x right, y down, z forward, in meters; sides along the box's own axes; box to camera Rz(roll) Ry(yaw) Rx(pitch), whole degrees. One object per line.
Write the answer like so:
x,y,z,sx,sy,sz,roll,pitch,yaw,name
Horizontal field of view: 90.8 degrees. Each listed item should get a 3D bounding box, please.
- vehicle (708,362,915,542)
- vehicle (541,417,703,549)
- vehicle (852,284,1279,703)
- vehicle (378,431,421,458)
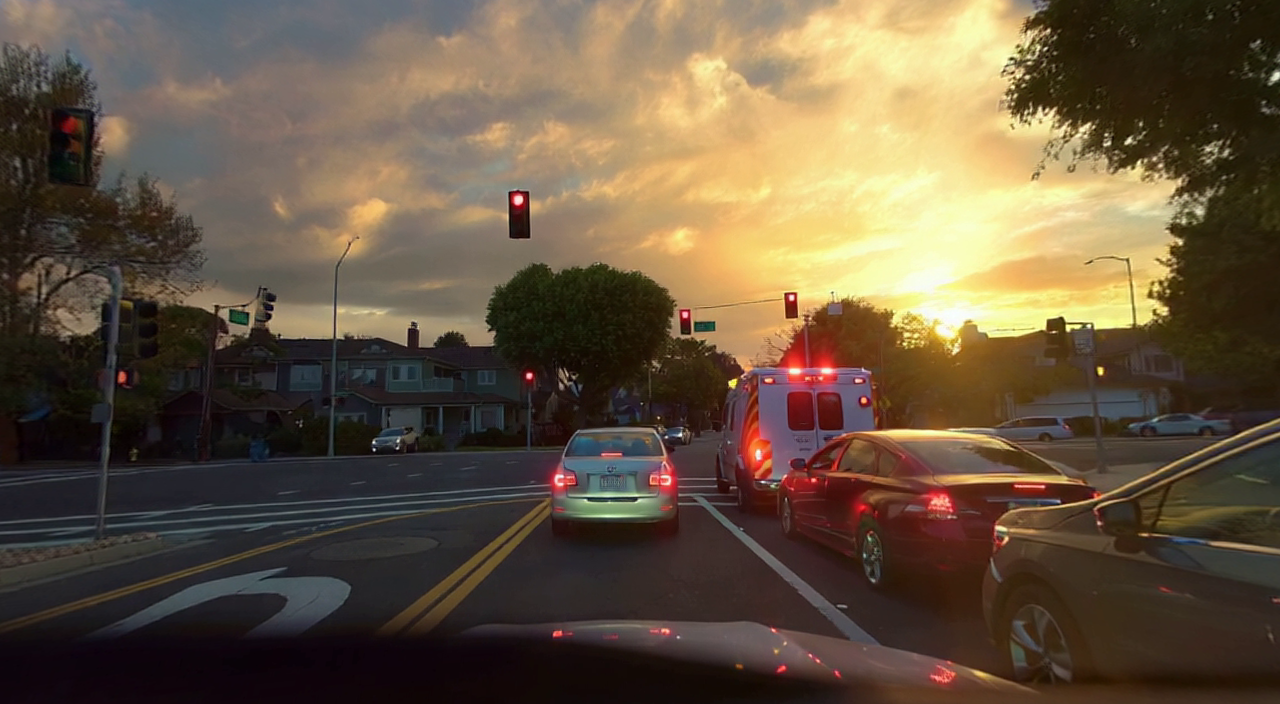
2.886,1.896,12.357,2.406,2.687,5.521,0,-8,0,vehicle
-0.269,1.984,10.183,2.114,1.707,3.725,0,-8,-1,vehicle
2.857,0.891,2.837,2.194,1.820,4.652,0,-8,0,vehicle
-17.735,6.880,46.861,2.246,1.880,4.454,1,-8,-12,vehicle
